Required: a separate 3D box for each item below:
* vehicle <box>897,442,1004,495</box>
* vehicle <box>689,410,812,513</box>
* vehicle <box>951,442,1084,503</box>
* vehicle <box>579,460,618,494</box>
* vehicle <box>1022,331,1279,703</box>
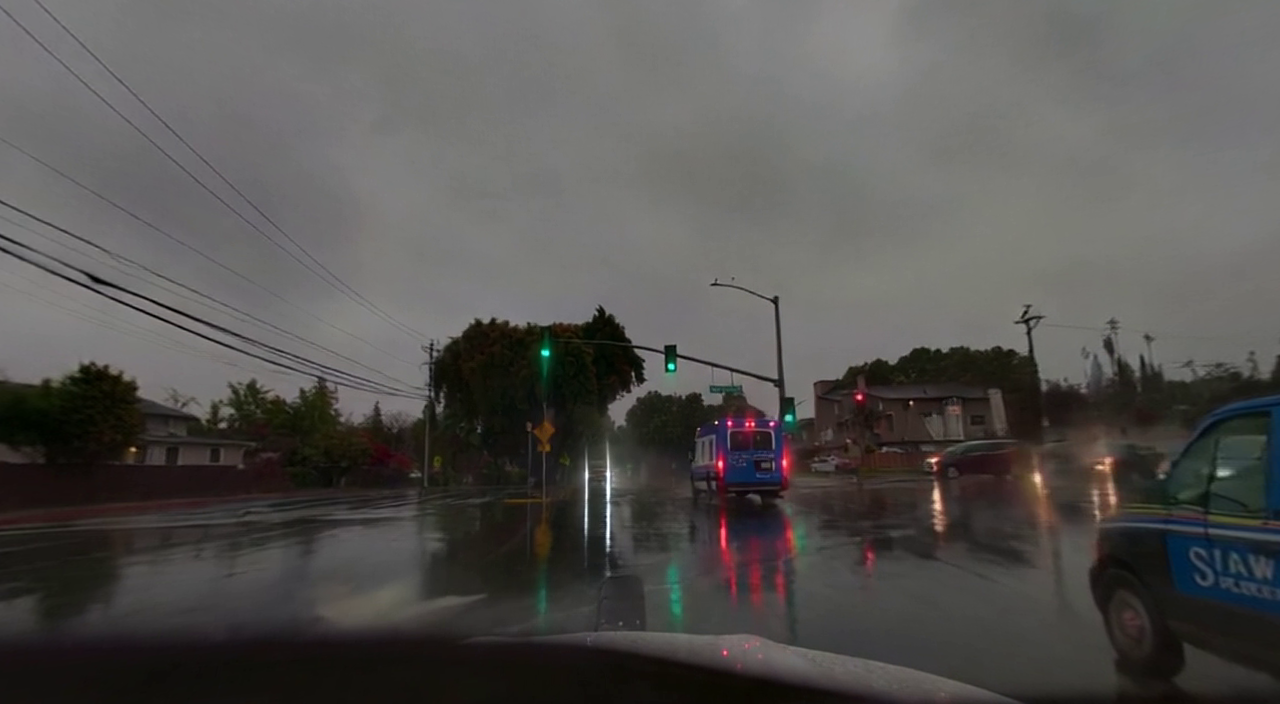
[{"bbox_3d":[12.456,4.530,25.170,4.994,1.869,2.106,8,-12,-43],"label":"vehicle"},{"bbox_3d":[3.121,3.273,19.428,2.406,2.687,5.521,0,-8,-4],"label":"vehicle"},{"bbox_3d":[12.011,3.699,19.960,4.897,1.675,2.032,7,-11,-40],"label":"vehicle"},{"bbox_3d":[-2.453,7.163,36.512,2.114,1.707,3.725,1,-8,-5],"label":"vehicle"},{"bbox_3d":[4.180,0.808,2.639,2.194,1.922,4.822,0,-8,1],"label":"vehicle"}]
